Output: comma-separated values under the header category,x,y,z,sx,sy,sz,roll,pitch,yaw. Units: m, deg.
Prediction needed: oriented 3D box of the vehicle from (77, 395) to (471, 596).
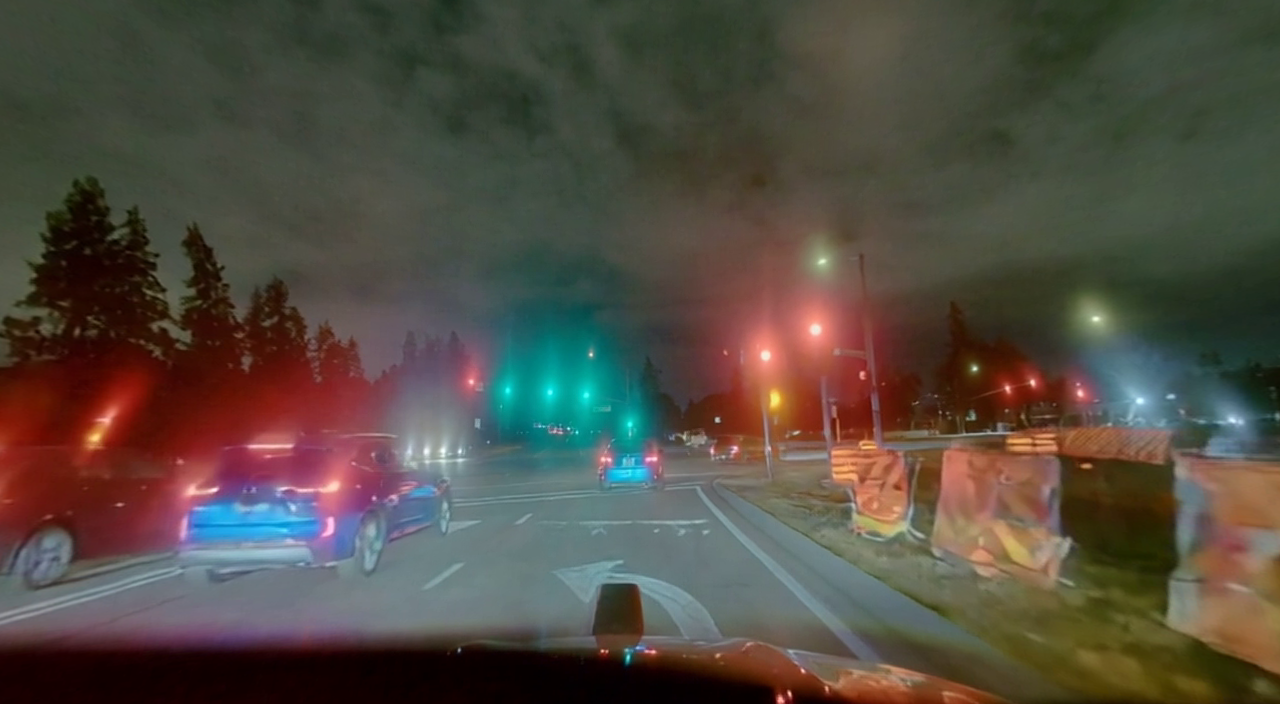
category,x,y,z,sx,sy,sz,roll,pitch,yaw
vehicle,-4.059,1.702,8.429,2.240,1.844,5.043,0,-9,0

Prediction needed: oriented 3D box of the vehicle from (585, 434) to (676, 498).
category,x,y,z,sx,sy,sz,roll,pitch,yaw
vehicle,-0.140,3.071,17.386,2.183,1.506,4.286,-1,-9,2

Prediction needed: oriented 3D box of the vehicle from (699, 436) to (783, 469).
category,x,y,z,sx,sy,sz,roll,pitch,yaw
vehicle,5.020,4.902,30.983,1.873,1.477,4.467,-8,-12,43
